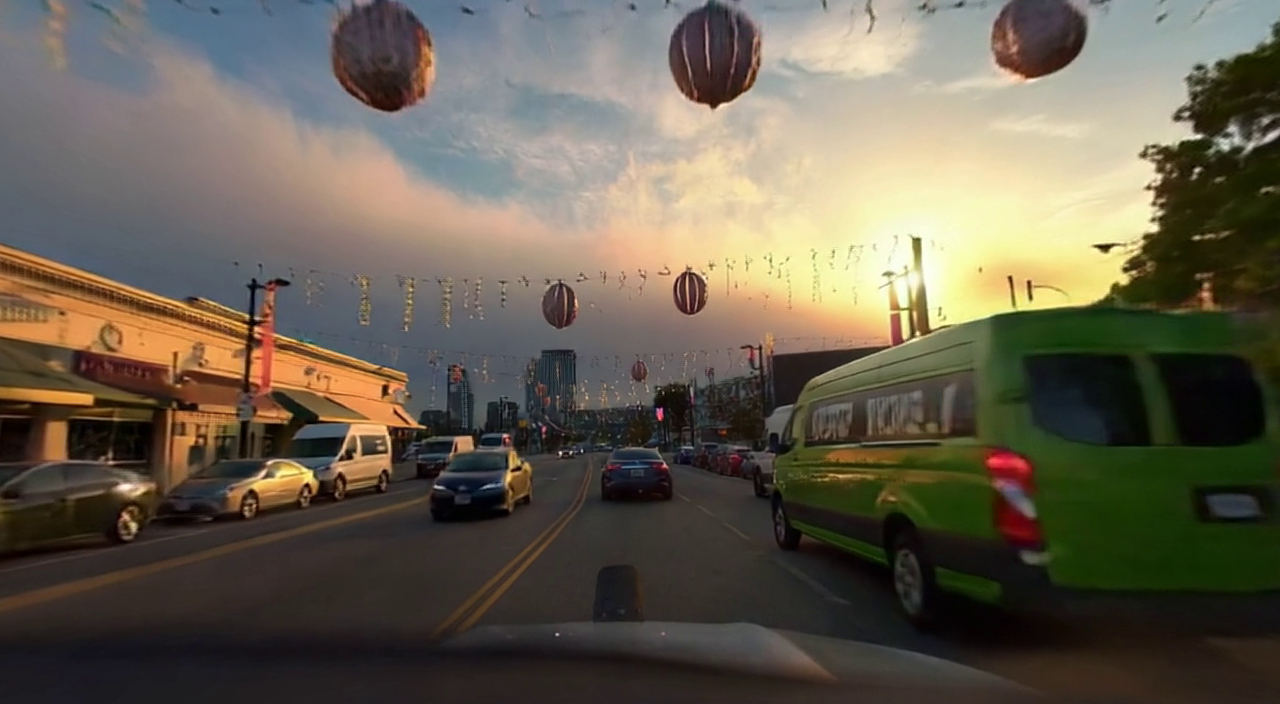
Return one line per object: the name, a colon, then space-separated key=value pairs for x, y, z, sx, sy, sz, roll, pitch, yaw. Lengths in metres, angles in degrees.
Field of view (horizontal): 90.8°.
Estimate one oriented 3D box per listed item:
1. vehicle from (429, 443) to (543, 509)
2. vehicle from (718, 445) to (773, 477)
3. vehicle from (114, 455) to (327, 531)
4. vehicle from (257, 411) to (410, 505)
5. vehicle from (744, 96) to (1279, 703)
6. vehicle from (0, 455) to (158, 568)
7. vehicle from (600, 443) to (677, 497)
vehicle: x=-3.815 y=3.137 z=16.499 sx=1.974 sy=1.484 sz=4.400 roll=0 pitch=-9 yaw=-2
vehicle: x=5.292 y=5.540 z=32.234 sx=1.943 sy=1.507 sz=3.816 roll=0 pitch=-9 yaw=-3
vehicle: x=-9.763 y=3.275 z=15.330 sx=2.063 sy=1.481 sz=4.722 roll=0 pitch=-9 yaw=-2
vehicle: x=-10.056 y=3.529 z=21.480 sx=2.398 sy=2.723 sz=5.816 roll=0 pitch=-9 yaw=-2
vehicle: x=2.929 y=0.807 z=6.111 sx=2.419 sy=2.927 sz=6.907 roll=0 pitch=-9 yaw=-2
vehicle: x=-9.795 y=2.310 z=9.322 sx=1.848 sy=1.517 sz=4.452 roll=0 pitch=-9 yaw=-1
vehicle: x=-0.081 y=3.561 z=19.474 sx=2.112 sy=1.464 sz=4.411 roll=0 pitch=-9 yaw=-1
